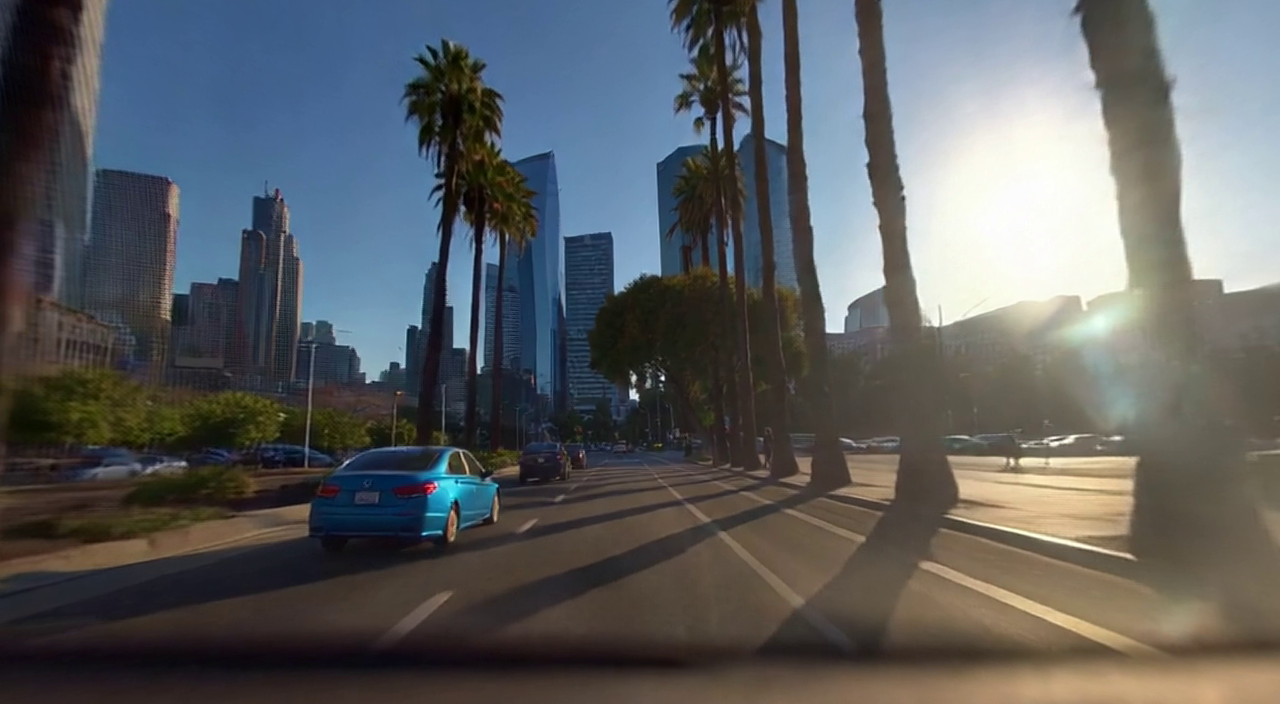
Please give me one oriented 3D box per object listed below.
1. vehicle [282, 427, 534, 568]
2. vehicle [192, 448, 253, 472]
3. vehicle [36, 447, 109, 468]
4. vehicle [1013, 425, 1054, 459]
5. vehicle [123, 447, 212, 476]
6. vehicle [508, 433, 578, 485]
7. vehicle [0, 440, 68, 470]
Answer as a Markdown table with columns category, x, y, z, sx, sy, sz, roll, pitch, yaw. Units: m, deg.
| category | x | y | z | sx | sy | sz | roll | pitch | yaw |
| --- | --- | --- | --- | --- | --- | --- | --- | --- | --- |
| vehicle | -2.937 | 1.941 | 9.246 | 2.071 | 1.544 | 4.383 | 0 | -8 | -1 |
| vehicle | -31.556 | 8.154 | 47.918 | 1.835 | 1.664 | 3.972 | 0 | -8 | 1 |
| vehicle | -43.199 | 8.021 | 48.139 | 3.721 | 1.477 | 1.828 | 0 | -8 | -3 |
| vehicle | 23.975 | 5.493 | 38.462 | 1.679 | 1.923 | 3.703 | -6 | -10 | 36 |
| vehicle | -31.197 | 7.211 | 41.969 | 1.947 | 1.763 | 5.176 | 0 | -9 | -1 |
| vehicle | -3.384 | 3.799 | 22.682 | 1.894 | 1.702 | 3.999 | 0 | -8 | 0 |
| vehicle | -42.963 | 7.127 | 43.841 | 4.367 | 1.957 | 2.099 | 0 | -8 | -2 |
